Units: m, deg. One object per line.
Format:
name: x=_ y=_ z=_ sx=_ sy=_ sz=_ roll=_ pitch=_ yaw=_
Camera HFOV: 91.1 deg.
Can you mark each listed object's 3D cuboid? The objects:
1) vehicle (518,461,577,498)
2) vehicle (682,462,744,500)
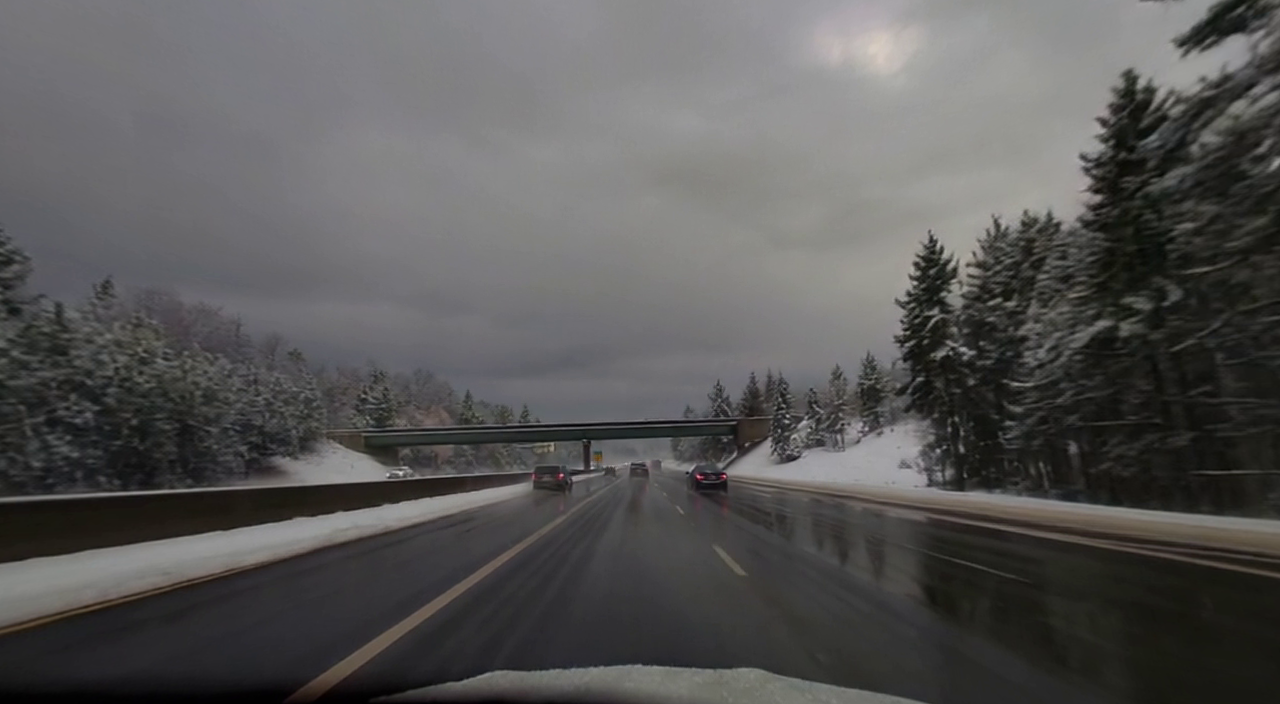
vehicle: x=-3.992 y=5.616 z=27.871 sx=1.975 sy=1.486 sz=3.903 roll=1 pitch=-10 yaw=1
vehicle: x=3.129 y=5.662 z=27.835 sx=2.092 sy=1.518 sz=4.348 roll=1 pitch=-10 yaw=-2
